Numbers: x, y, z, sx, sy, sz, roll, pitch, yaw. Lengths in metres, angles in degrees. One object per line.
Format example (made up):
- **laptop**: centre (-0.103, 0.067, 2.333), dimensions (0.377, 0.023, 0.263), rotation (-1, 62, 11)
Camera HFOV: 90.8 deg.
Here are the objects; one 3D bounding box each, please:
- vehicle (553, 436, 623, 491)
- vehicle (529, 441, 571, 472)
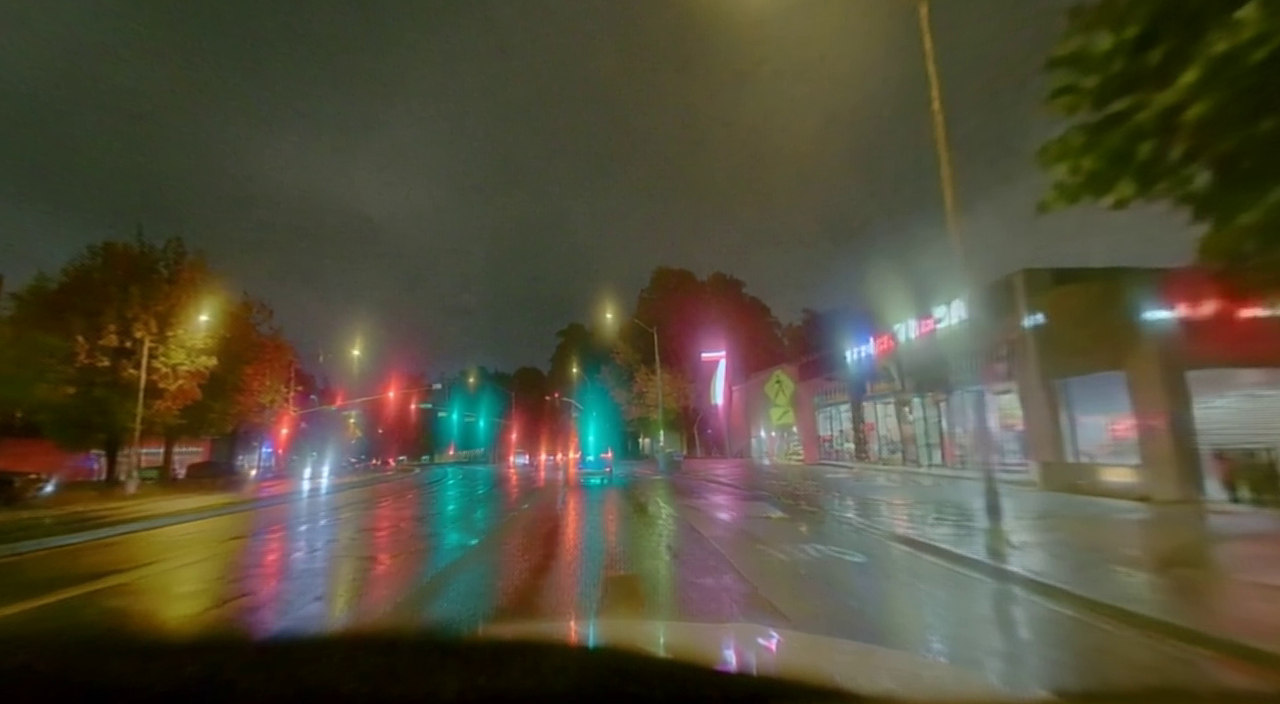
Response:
- **vehicle**: centre (-1.910, 3.903, 22.391), dimensions (2.227, 1.733, 3.930), rotation (1, -9, -7)
- **vehicle**: centre (-6.097, 7.010, 42.430), dimensions (2.067, 1.947, 4.628), rotation (3, -9, -16)
